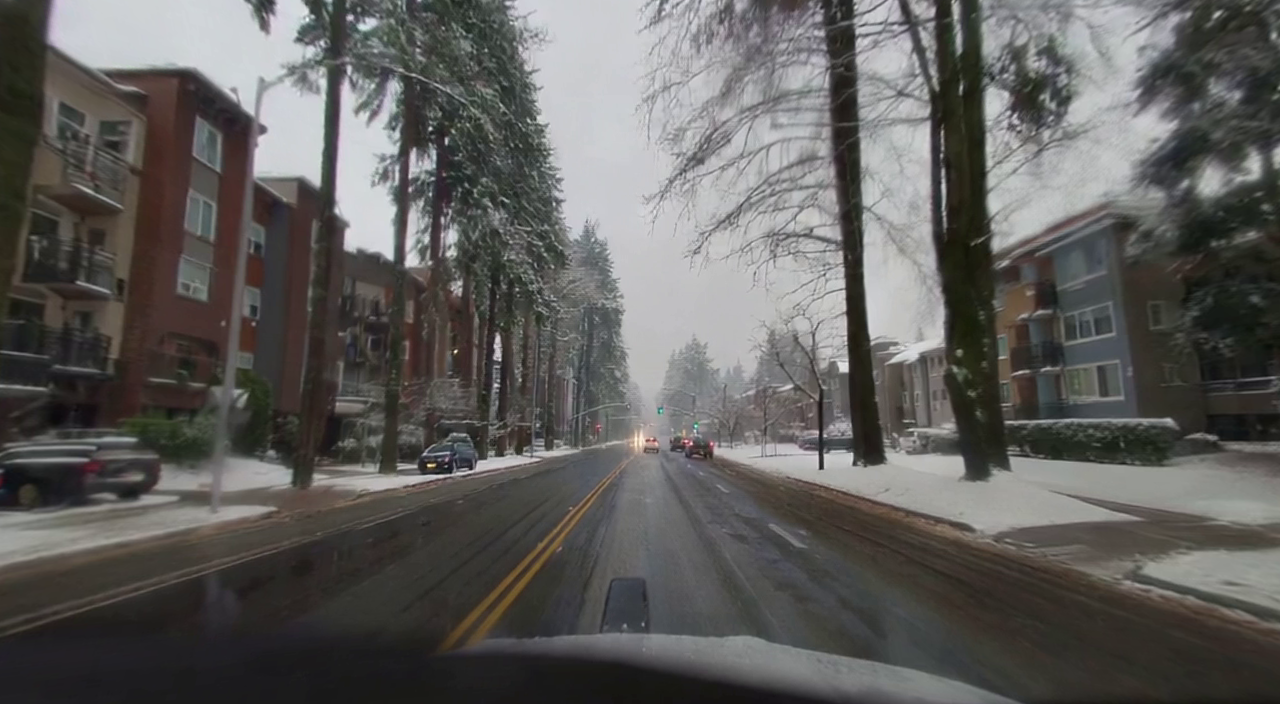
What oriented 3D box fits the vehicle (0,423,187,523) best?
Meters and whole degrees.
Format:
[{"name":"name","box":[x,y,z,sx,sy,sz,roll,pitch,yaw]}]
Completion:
[{"name":"vehicle","box":[-12.699,2.450,13.120,2.226,1.784,5.932,0,-9,-1]}]

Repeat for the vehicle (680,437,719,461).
[{"name":"vehicle","box":[3.818,6.343,41.210,2.078,1.488,4.741,0,-8,-1]}]

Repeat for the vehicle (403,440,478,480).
[{"name":"vehicle","box":[-9.291,5.014,29.666,1.933,1.498,4.446,-4,-7,2]}]
